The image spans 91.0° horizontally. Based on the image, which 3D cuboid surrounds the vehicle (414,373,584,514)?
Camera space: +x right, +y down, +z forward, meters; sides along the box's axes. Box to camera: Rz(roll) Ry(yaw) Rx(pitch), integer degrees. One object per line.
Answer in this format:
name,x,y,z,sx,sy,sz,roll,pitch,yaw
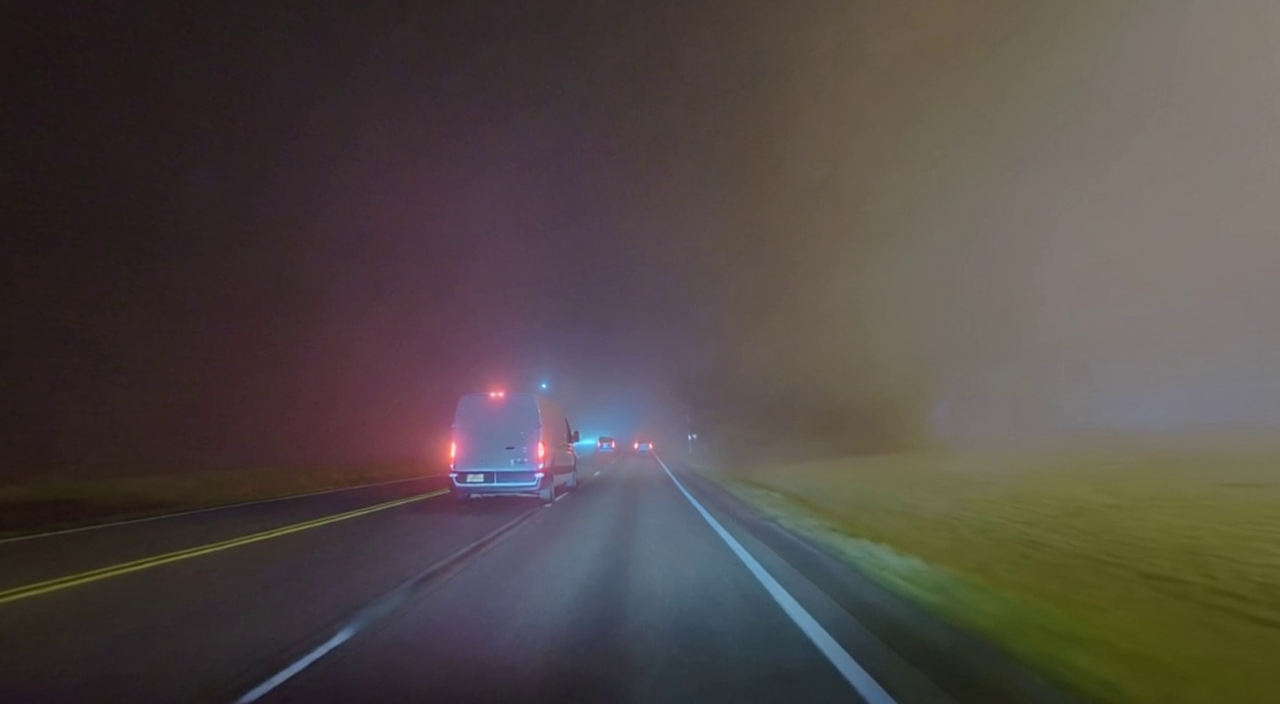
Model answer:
vehicle,-2.916,2.145,14.875,2.497,2.628,6.016,0,-8,1
